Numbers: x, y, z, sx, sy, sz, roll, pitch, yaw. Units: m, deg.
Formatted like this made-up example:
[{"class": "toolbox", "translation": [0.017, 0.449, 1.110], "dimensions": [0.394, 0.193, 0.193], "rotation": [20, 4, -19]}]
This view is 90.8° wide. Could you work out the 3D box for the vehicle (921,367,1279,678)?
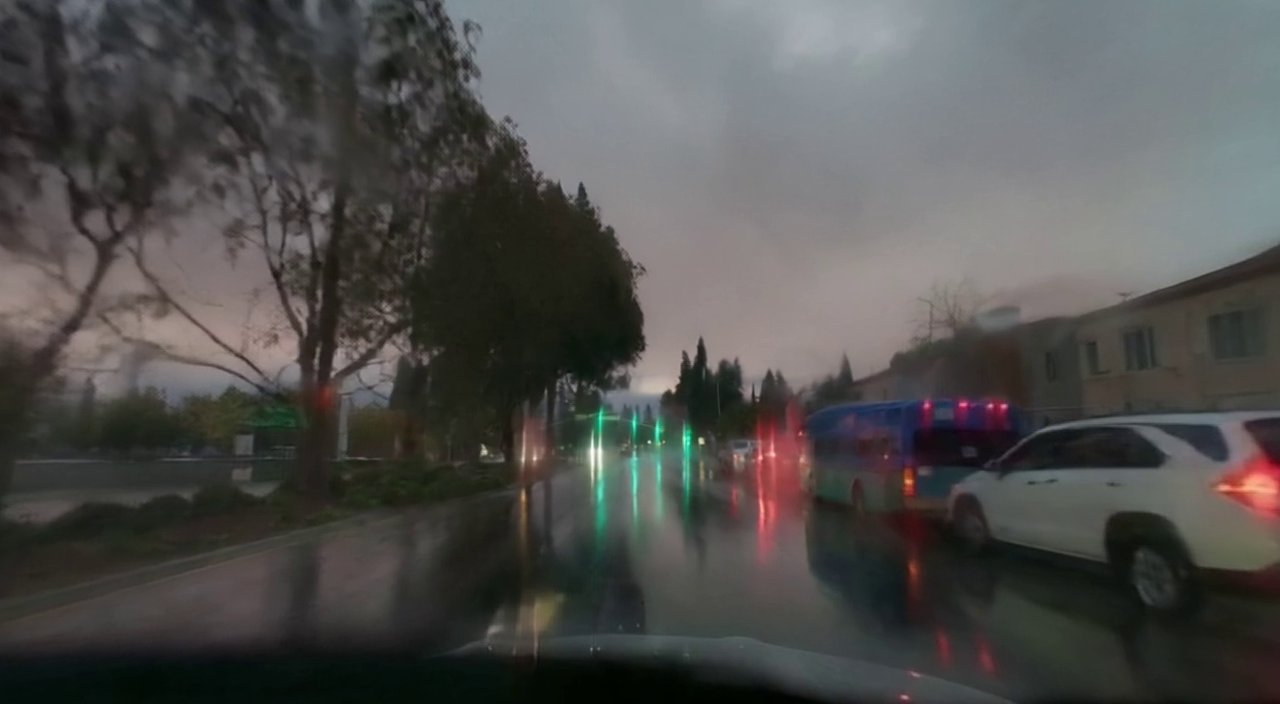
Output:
[{"class": "vehicle", "translation": [4.818, 1.292, 5.855], "dimensions": [2.304, 1.760, 4.630], "rotation": [0, -8, 1]}]
